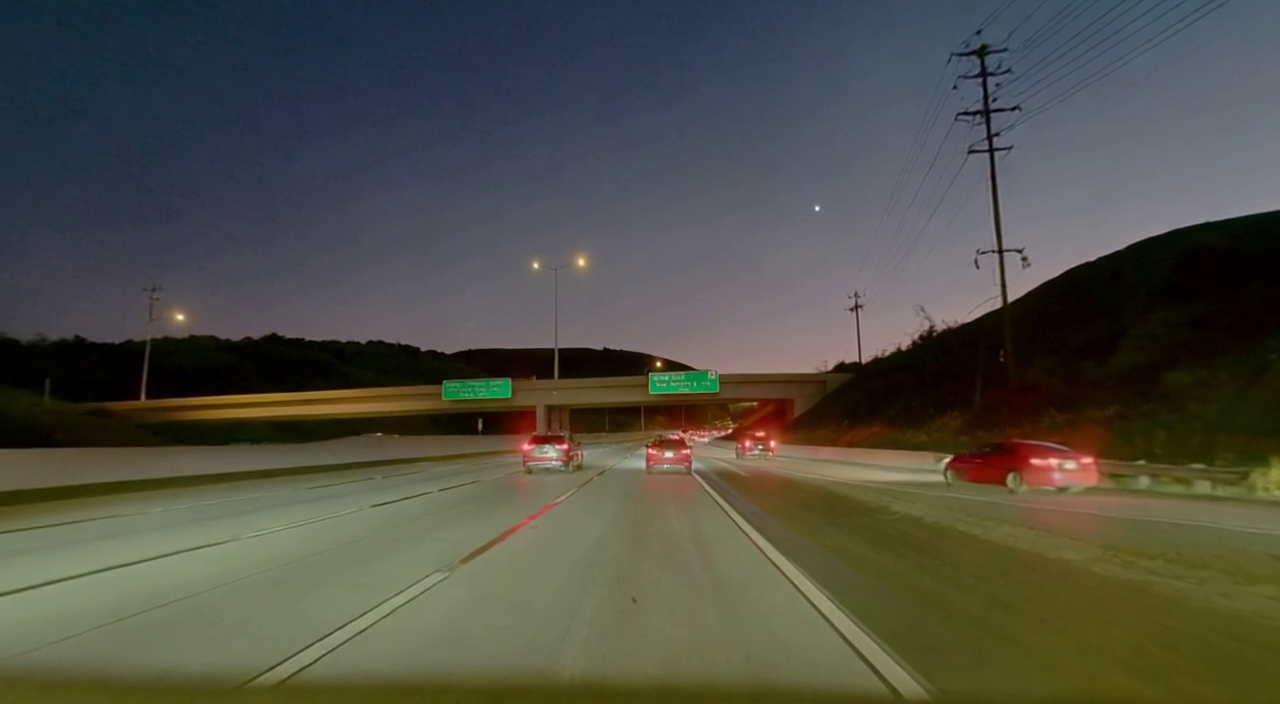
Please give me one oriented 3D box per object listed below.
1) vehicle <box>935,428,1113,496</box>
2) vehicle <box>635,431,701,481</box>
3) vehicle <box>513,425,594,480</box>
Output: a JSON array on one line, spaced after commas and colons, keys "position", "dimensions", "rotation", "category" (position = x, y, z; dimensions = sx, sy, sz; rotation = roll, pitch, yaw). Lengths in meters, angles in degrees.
[{"position": [12.285, 3.537, 20.688], "dimensions": [2.059, 1.938, 4.793], "rotation": [2, -9, -14], "category": "vehicle"}, {"position": [0.936, 3.794, 23.224], "dimensions": [2.193, 1.651, 3.946], "rotation": [0, -8, 0], "category": "vehicle"}, {"position": [-3.134, 3.792, 23.935], "dimensions": [2.228, 1.845, 4.847], "rotation": [-1, -8, 2], "category": "vehicle"}]
